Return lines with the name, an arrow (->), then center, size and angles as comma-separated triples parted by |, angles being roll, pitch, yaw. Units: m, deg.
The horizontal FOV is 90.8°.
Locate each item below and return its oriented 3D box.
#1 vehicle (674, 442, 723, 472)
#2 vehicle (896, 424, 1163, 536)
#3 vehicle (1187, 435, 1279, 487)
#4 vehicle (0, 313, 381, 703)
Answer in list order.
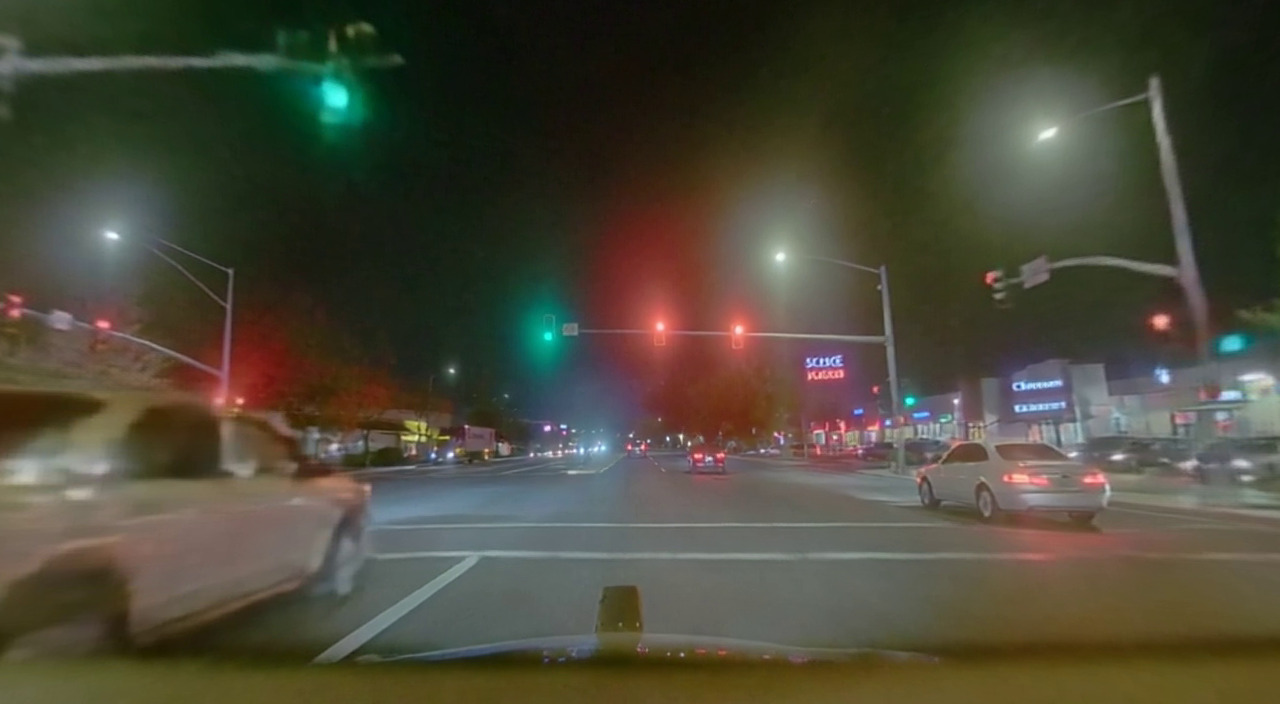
vehicle -> 3.065, 5.620, 33.995 | 2.099, 1.463, 4.365 | 0, -8, -2
vehicle -> 6.815, 2.272, 11.879 | 2.002, 1.651, 4.647 | 0, -8, -1
vehicle -> 19.388, 3.345, 19.657 | 4.235, 1.465, 2.109 | 4, -10, -28
vehicle -> -3.416, 0.887, 2.986 | 2.304, 1.794, 5.004 | 0, -8, -1
